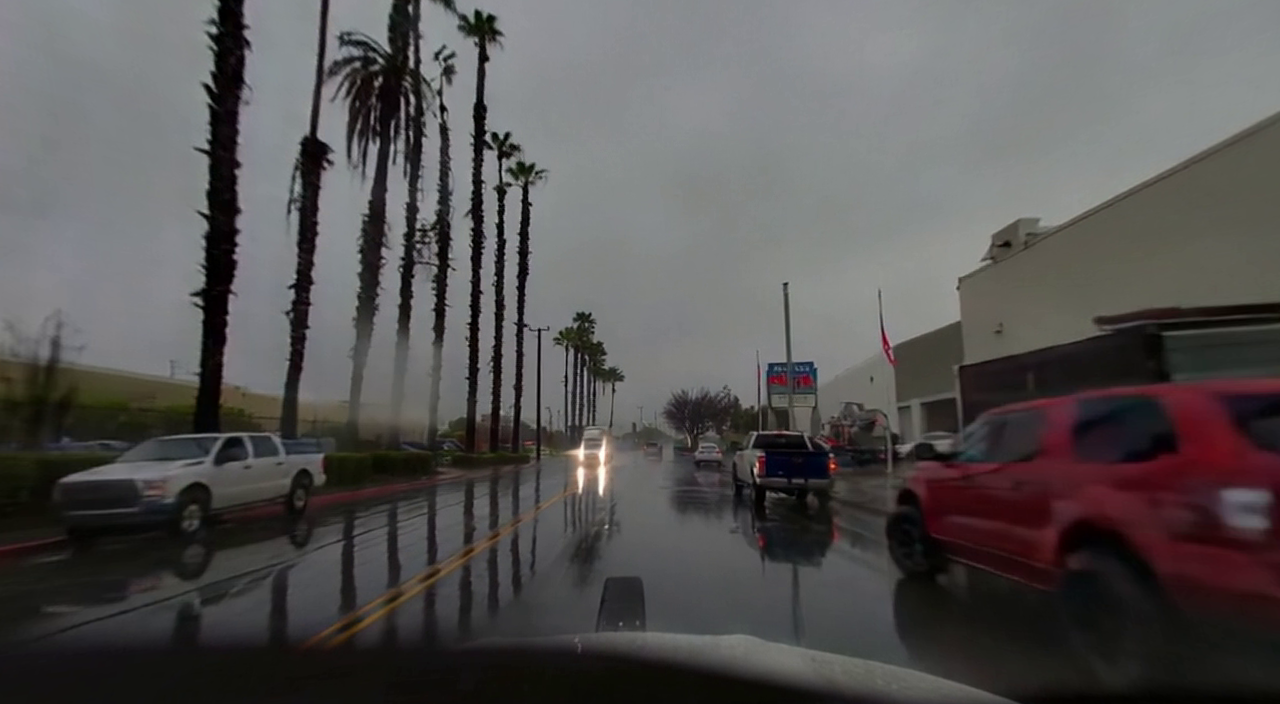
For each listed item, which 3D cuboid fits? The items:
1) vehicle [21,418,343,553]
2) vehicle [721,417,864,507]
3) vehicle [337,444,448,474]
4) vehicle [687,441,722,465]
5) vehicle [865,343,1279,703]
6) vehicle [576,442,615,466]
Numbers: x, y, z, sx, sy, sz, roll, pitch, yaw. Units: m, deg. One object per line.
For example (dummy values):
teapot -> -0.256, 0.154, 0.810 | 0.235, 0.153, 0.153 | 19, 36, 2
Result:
vehicle -> -7.907, 2.348, 11.875 | 2.105, 1.836, 5.338 | -2, -9, 0
vehicle -> 3.770, 2.896, 17.088 | 2.345, 1.969, 6.070 | 0, -9, 0
vehicle -> -13.517, 5.866, 34.705 | 5.187, 1.563, 2.095 | 0, -9, 1
vehicle -> 4.698, 7.442, 46.624 | 2.111, 1.611, 4.576 | 0, -9, 0
vehicle -> 3.826, 1.204, 5.321 | 2.098, 1.816, 4.709 | 0, -9, 0
vehicle -> -2.871, 6.741, 41.895 | 2.033, 1.492, 4.477 | -1, -9, 3
